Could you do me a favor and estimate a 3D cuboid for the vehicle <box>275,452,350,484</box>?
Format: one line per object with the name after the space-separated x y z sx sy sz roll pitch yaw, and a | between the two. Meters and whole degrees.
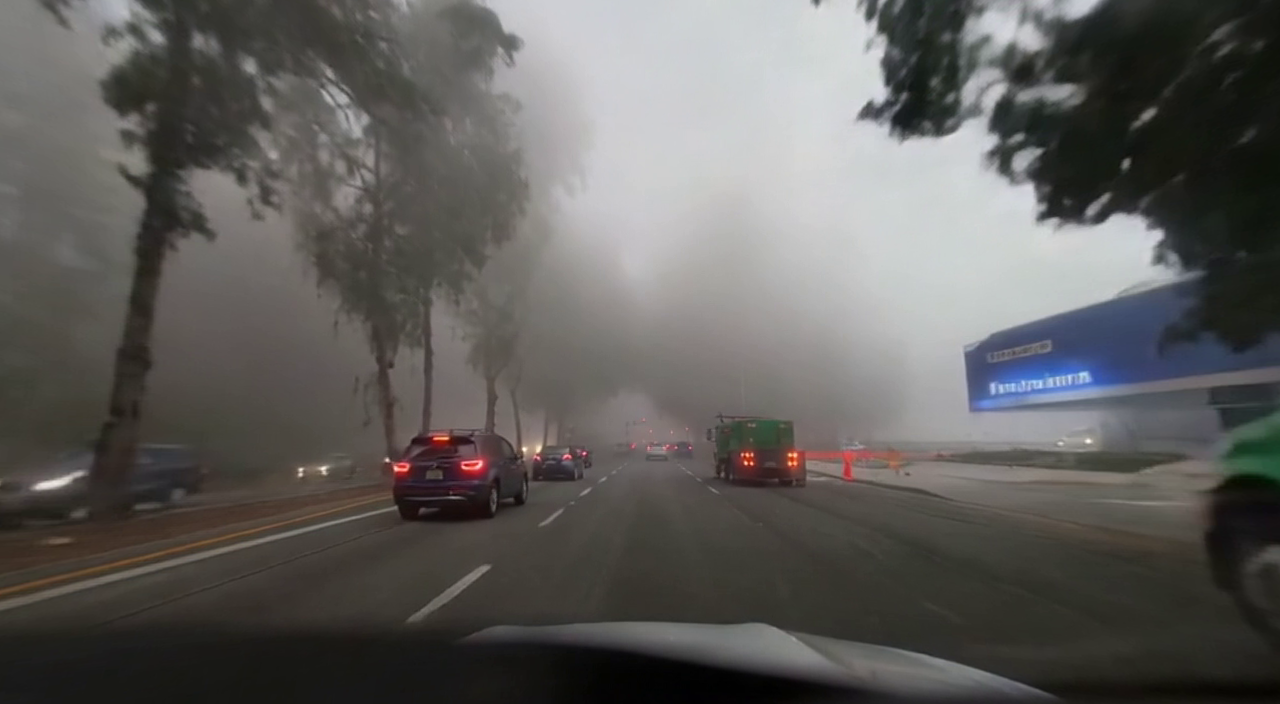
-19.306 6.831 37.406 1.874 1.671 4.568 0 -8 1 | vehicle

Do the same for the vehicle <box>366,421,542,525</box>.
-3.399 2.308 12.562 2.038 1.682 4.399 0 -8 2 | vehicle

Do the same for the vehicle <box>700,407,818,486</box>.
4.091 3.546 23.758 2.760 2.465 7.936 0 -8 -1 | vehicle

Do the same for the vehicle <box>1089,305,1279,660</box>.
5.349 0.566 2.200 2.653 2.231 6.793 0 -8 1 | vehicle

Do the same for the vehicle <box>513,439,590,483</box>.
-3.218 4.066 23.894 2.107 1.482 4.674 0 -8 2 | vehicle

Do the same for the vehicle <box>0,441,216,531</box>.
-12.496 2.986 14.753 1.920 1.758 4.452 0 -8 1 | vehicle
